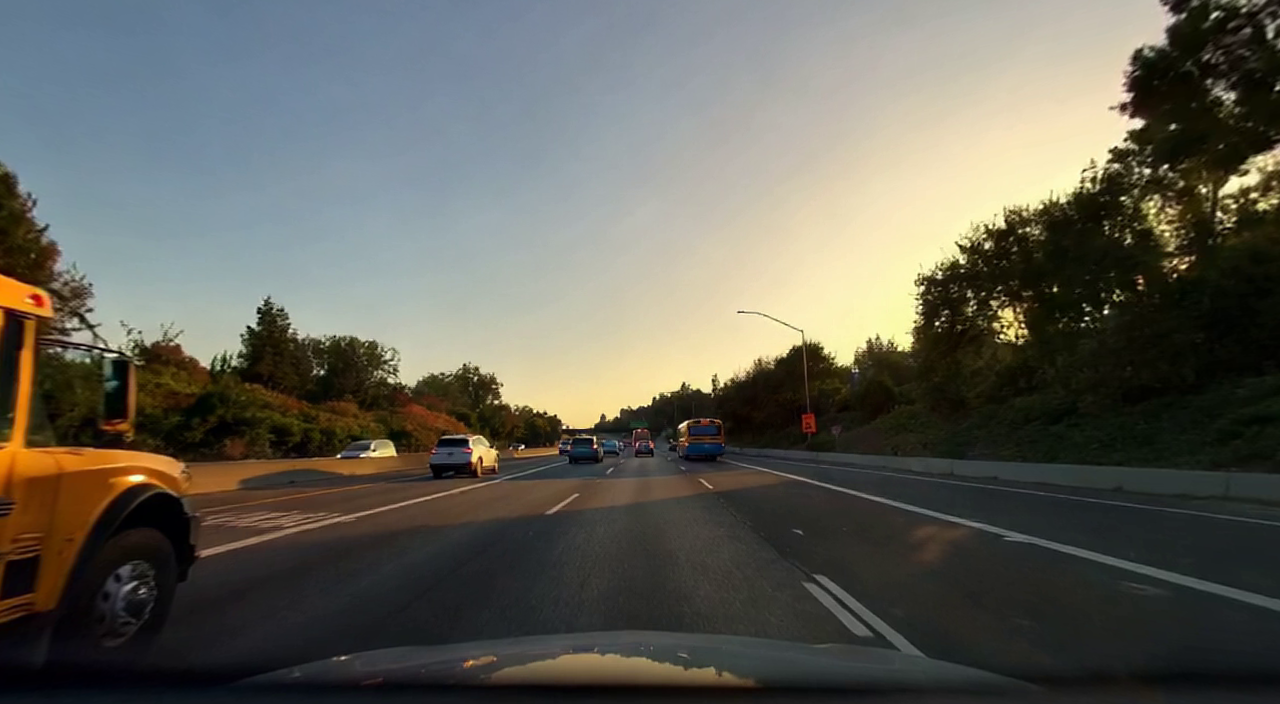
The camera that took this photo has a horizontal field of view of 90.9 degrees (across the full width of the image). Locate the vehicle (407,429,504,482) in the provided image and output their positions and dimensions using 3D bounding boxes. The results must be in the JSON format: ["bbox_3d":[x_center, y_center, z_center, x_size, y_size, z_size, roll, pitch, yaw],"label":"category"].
[{"bbox_3d":[-7.108,4.048,24.954,2.217,1.870,5.075,0,-8,1],"label":"vehicle"}]

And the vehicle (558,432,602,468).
[{"bbox_3d":[-3.351,5.579,36.043,2.016,1.898,4.458,0,-8,1],"label":"vehicle"}]

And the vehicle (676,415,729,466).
[{"bbox_3d":[3.761,5.536,39.321,2.573,2.828,6.754,0,-8,0],"label":"vehicle"}]

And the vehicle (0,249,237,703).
[{"bbox_3d":[-3.576,0.374,0.621,2.401,1.977,5.888,0,-8,1],"label":"vehicle"}]

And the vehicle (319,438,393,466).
[{"bbox_3d":[-18.960,6.726,42.486,2.484,1.728,5.420,0,-8,-1],"label":"vehicle"}]
